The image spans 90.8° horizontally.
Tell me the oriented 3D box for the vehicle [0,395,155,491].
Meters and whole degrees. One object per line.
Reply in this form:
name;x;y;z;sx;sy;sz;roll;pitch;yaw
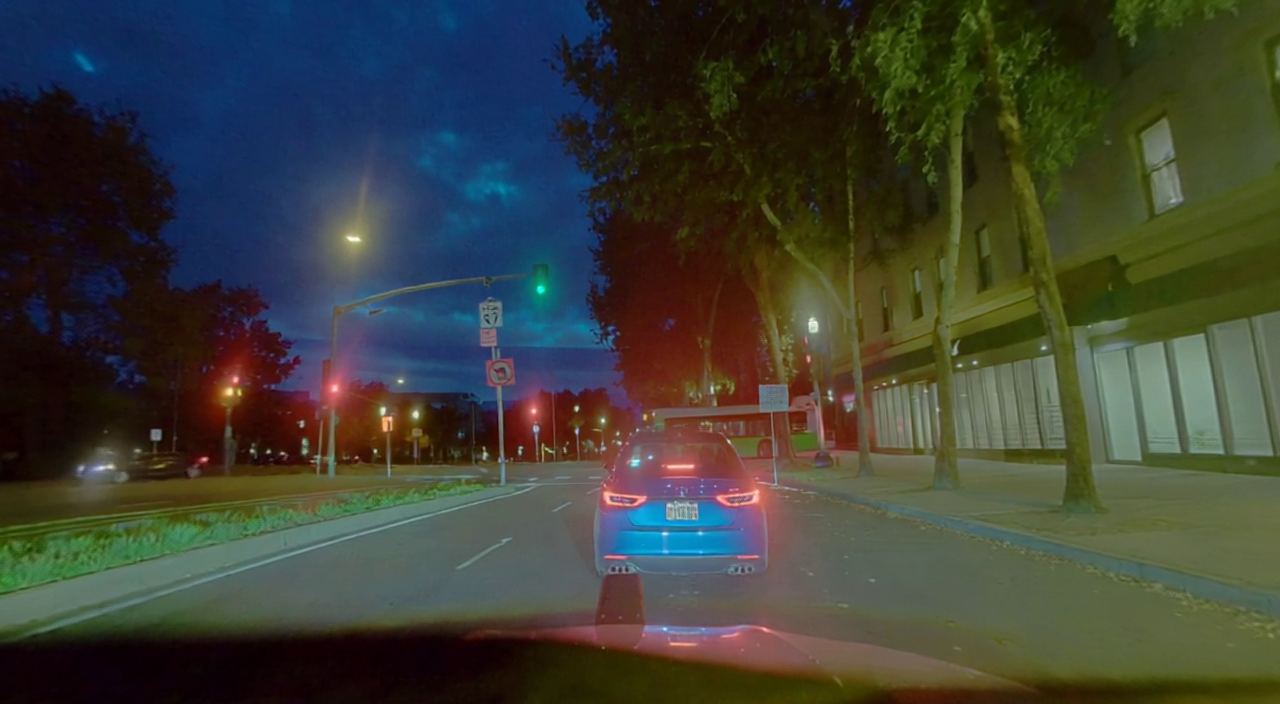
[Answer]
vehicle;-25.937;3.649;25.339;2.692;3.685;10.153;-3;-9;20

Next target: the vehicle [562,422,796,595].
vehicle;0.370;1.633;7.400;2.006;1.470;3.799;0;-8;1

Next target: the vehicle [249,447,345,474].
vehicle;-20.261;6.384;37.597;1.883;1.461;4.830;-4;-9;23

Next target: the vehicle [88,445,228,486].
vehicle;-21.335;4.998;28.234;1.892;1.645;4.561;-3;-9;21
